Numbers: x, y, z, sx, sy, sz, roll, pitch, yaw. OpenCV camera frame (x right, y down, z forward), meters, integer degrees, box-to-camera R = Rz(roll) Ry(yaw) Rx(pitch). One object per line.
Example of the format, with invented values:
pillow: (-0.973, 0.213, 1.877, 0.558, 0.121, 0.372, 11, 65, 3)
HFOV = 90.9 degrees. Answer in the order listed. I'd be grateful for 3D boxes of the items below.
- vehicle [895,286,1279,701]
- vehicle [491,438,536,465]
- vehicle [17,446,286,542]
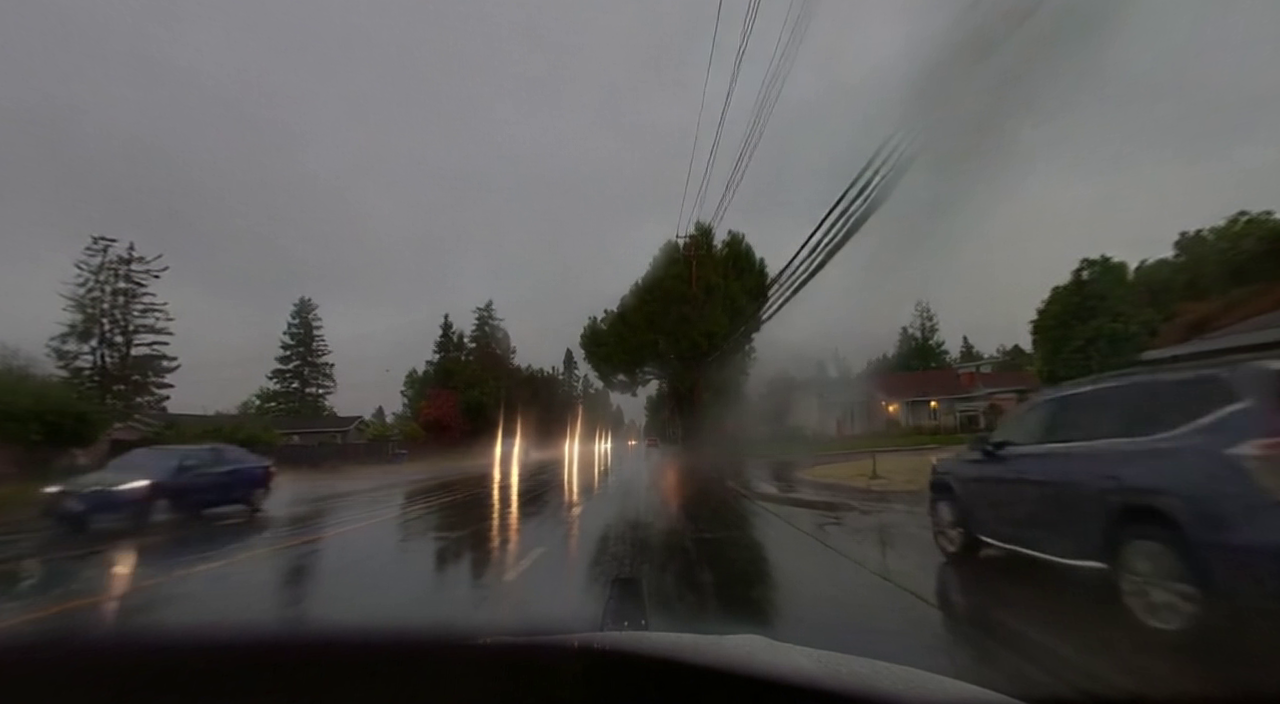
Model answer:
vehicle: (4.066, 0.930, 4.789, 2.228, 1.885, 4.854, 0, -8, 0)
vehicle: (-8.576, 6.784, 42.983, 2.003, 1.719, 4.489, -1, -8, 2)
vehicle: (-9.114, 2.615, 12.348, 1.915, 1.539, 4.106, 0, -8, 1)
